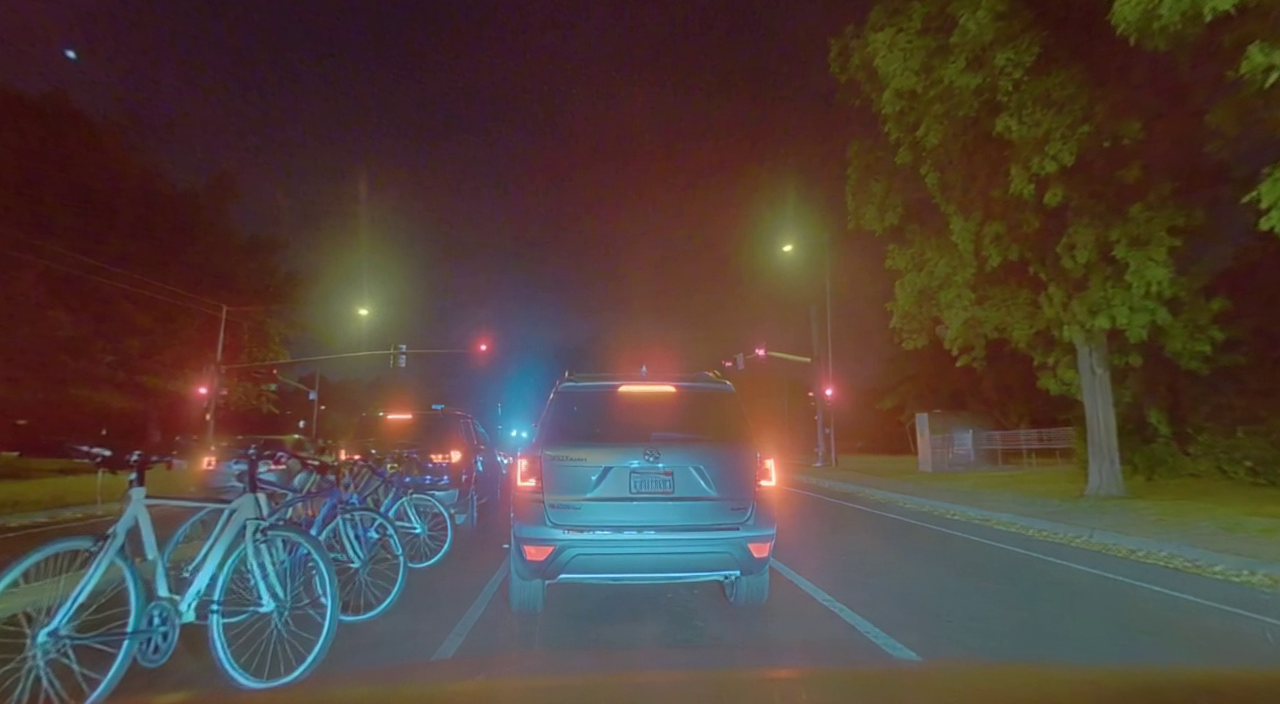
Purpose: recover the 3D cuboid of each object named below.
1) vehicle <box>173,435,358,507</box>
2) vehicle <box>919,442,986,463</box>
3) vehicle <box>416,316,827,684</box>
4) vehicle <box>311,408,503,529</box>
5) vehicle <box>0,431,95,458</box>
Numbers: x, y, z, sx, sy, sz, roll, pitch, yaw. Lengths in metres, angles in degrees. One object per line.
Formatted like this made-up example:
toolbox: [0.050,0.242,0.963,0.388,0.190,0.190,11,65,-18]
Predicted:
vehicle: [-8.826,2.818,15.490,2.026,1.479,4.712,1,-8,-6]
vehicle: [24.507,7.855,49.536,4.435,1.574,1.816,1,-9,-9]
vehicle: [-0.244,1.159,6.001,2.333,2.087,4.586,1,-8,-4]
vehicle: [-4.217,2.216,12.627,2.337,1.858,5.409,1,-9,-7]
vehicle: [-35.757,5.528,38.081,3.926,1.536,1.731,1,-6,-11]
